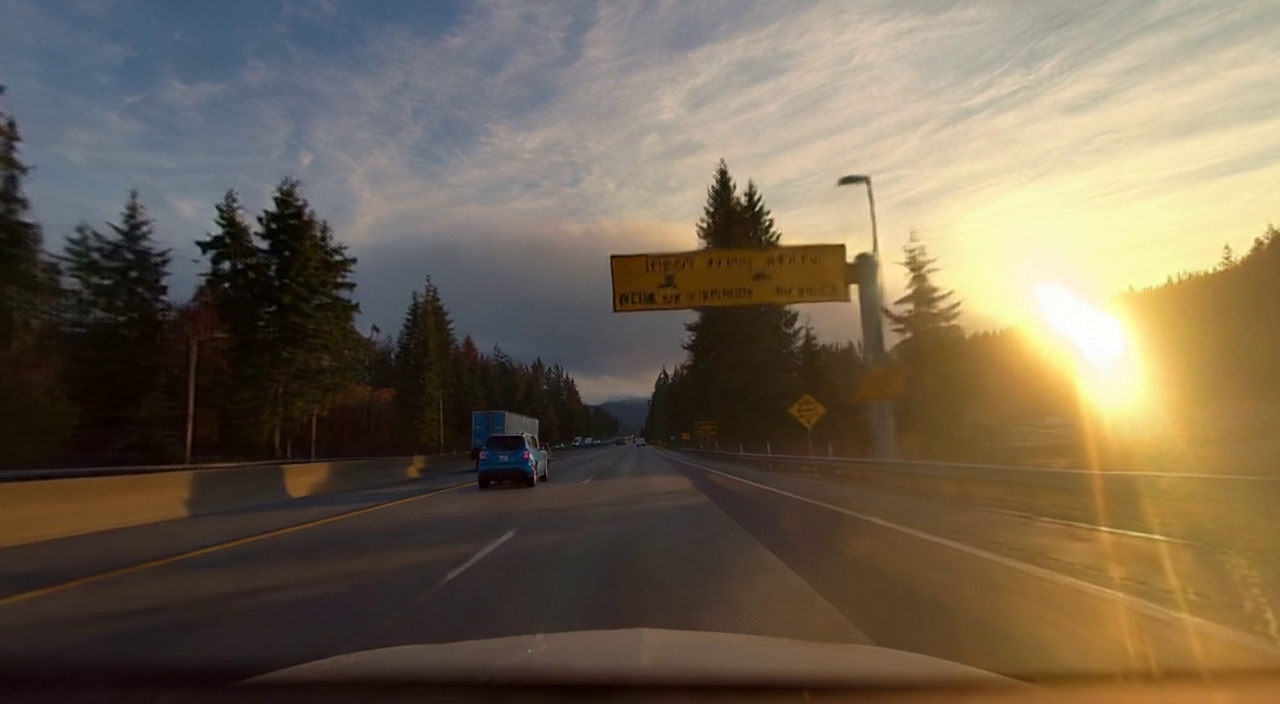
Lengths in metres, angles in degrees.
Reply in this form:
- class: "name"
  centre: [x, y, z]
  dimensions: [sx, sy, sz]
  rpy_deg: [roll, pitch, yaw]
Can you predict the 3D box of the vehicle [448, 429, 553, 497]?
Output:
- class: "vehicle"
  centre: [-3.954, 3.241, 18.778]
  dimensions: [2.084, 1.752, 4.479]
  rpy_deg: [0, -8, 0]
